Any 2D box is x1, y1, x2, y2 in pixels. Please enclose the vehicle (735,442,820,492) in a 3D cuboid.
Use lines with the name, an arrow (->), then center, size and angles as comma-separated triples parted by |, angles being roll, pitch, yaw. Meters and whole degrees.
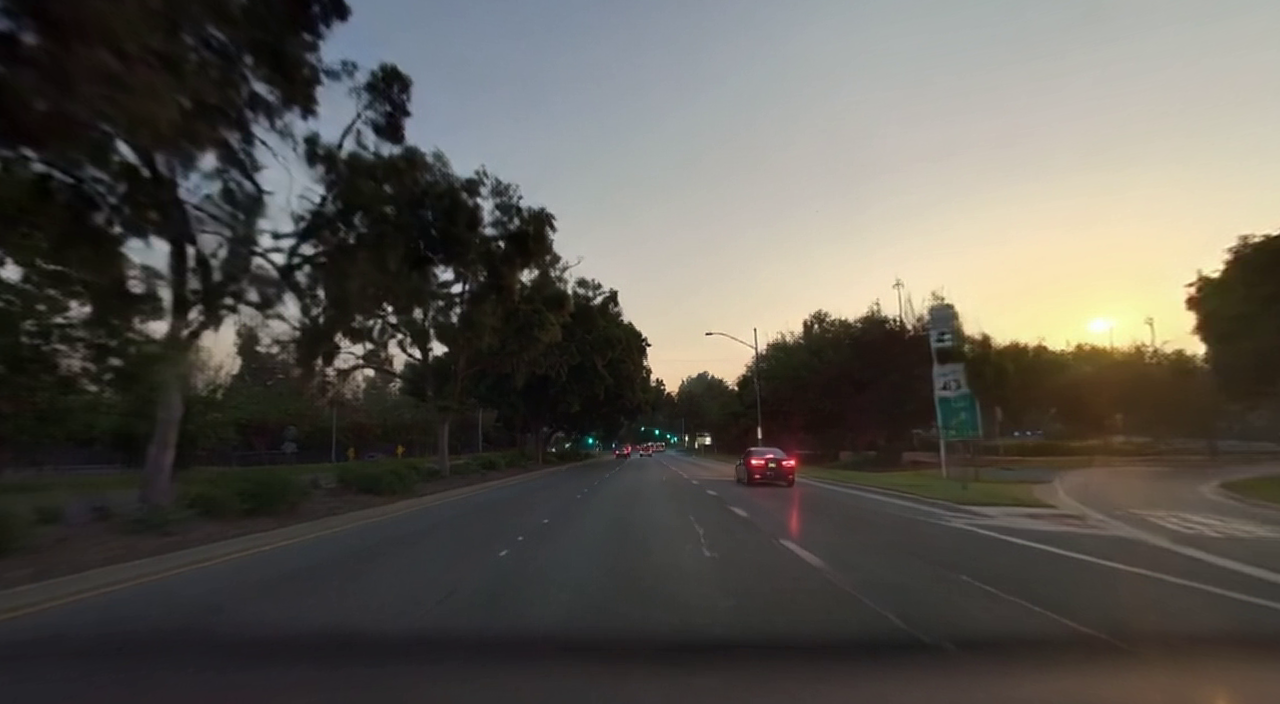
vehicle -> 4.573, 3.873, 21.604 | 1.913, 1.516, 4.322 | 0, -9, 0
